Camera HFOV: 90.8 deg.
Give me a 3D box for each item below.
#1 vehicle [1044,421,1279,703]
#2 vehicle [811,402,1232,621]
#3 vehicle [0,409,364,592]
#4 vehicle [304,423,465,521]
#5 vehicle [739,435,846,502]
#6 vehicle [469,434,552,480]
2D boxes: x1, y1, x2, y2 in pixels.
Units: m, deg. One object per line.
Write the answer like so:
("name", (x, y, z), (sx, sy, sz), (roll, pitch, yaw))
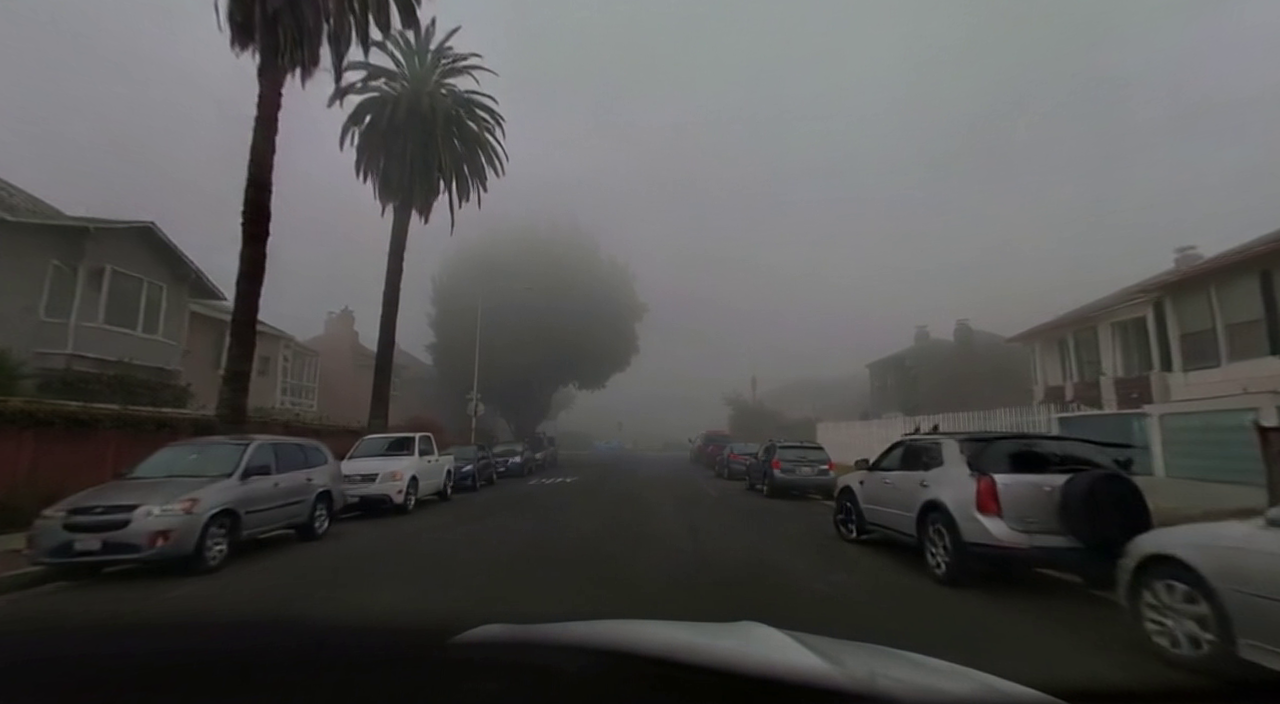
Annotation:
("vehicle", (4.040, 0.973, 2.229), (1.870, 1.506, 4.897), (0, -8, -2))
("vehicle", (3.858, 1.681, 7.717), (2.116, 1.817, 4.652), (0, -8, -1))
("vehicle", (-5.650, 1.800, 8.567), (1.947, 1.803, 4.381), (0, -8, -2))
("vehicle", (-5.624, 2.682, 14.713), (1.963, 1.859, 4.884), (0, -8, -4))
("vehicle", (4.152, 3.216, 17.930), (1.998, 1.649, 4.175), (0, -8, 0))
("vehicle", (-5.521, 4.583, 27.976), (2.316, 1.808, 5.876), (0, -8, 1))
